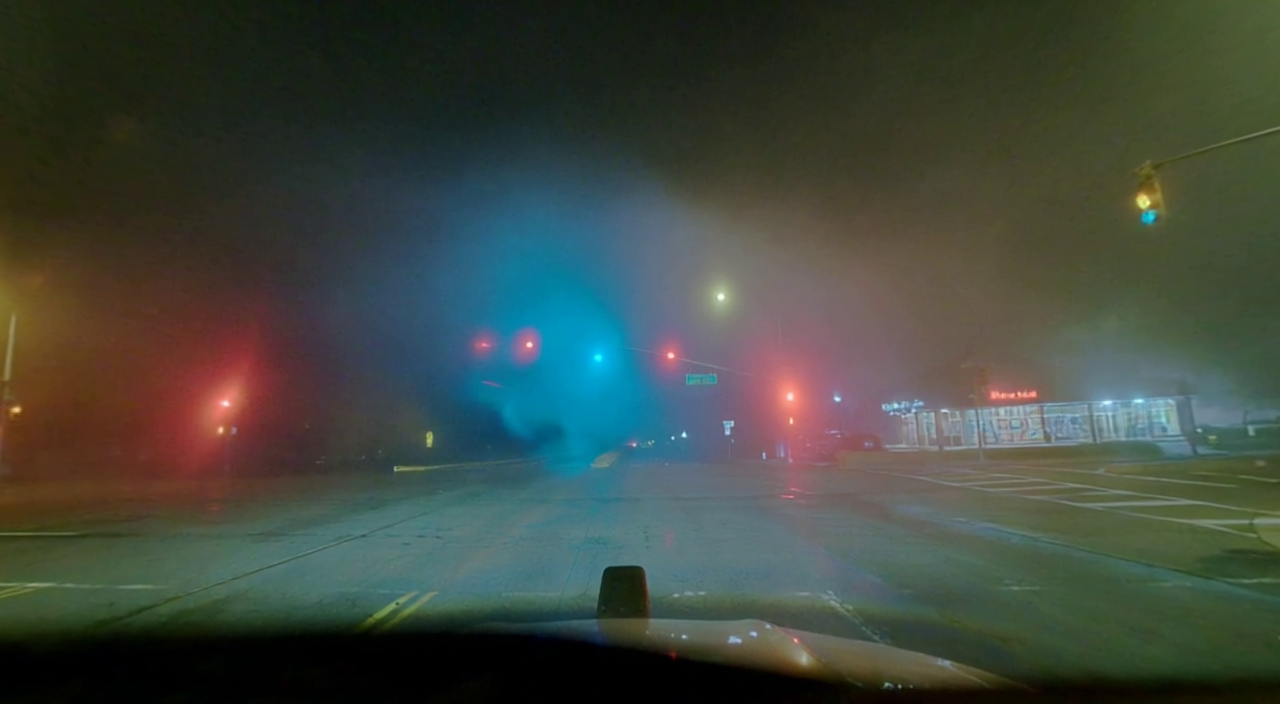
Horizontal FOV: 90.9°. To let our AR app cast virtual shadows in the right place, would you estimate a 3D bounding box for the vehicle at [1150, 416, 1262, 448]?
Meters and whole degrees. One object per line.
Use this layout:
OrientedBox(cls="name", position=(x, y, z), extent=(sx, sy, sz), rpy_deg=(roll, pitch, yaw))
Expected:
OrientedBox(cls="vehicle", position=(28.278, 4.067, 31.712), extent=(1.799, 1.459, 4.266), rpy_deg=(-1, -8, 3))
